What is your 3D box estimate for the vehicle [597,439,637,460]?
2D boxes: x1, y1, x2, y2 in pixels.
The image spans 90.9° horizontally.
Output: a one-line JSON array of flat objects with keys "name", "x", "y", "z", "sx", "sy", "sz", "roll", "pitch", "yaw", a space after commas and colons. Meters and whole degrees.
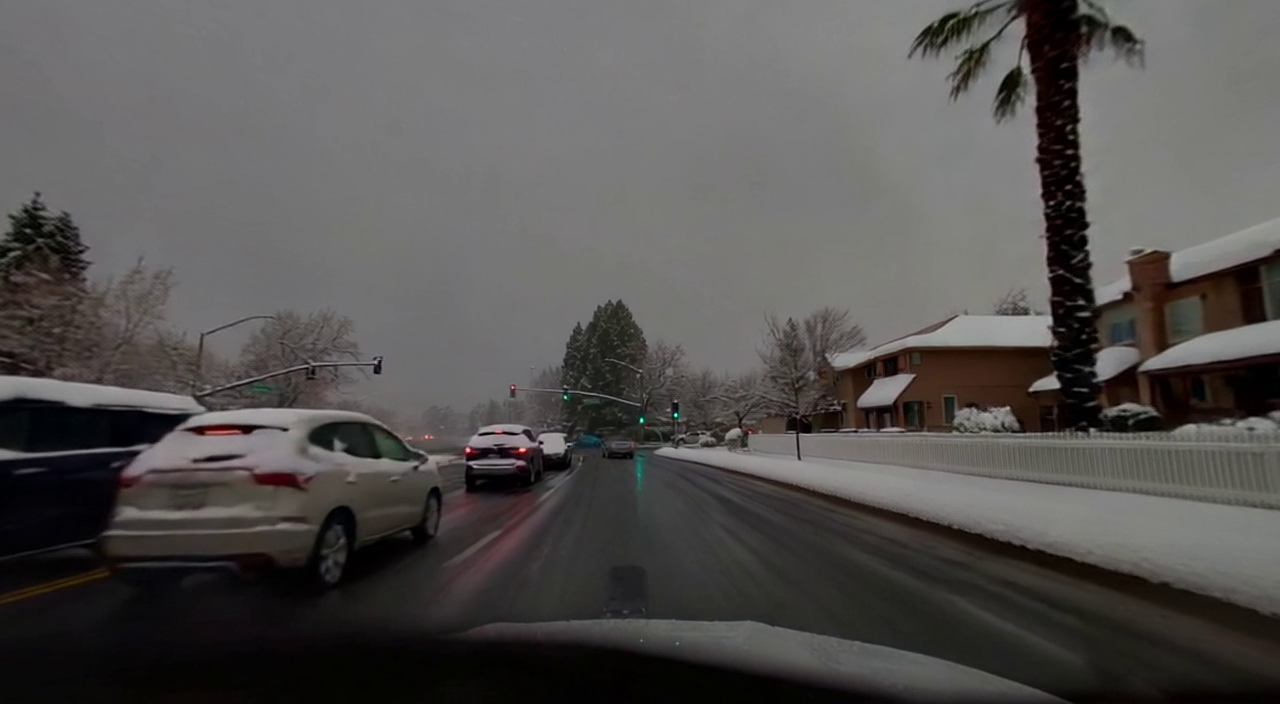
[{"name": "vehicle", "x": -1.475, "y": 5.945, "z": 38.569, "sx": 2.131, "sy": 1.222, "sz": 3.868, "roll": 0, "pitch": -8, "yaw": -7}]

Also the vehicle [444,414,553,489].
[{"name": "vehicle", "x": -3.971, "y": 2.901, "z": 18.687, "sx": 2.144, "sy": 1.877, "sz": 4.899, "roll": -1, "pitch": -8, "yaw": -1}]

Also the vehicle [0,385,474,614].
[{"name": "vehicle", "x": -3.601, "y": 1.380, "z": 6.868, "sx": 2.181, "sy": 1.636, "sz": 4.504, "roll": -1, "pitch": -8, "yaw": 2}]
